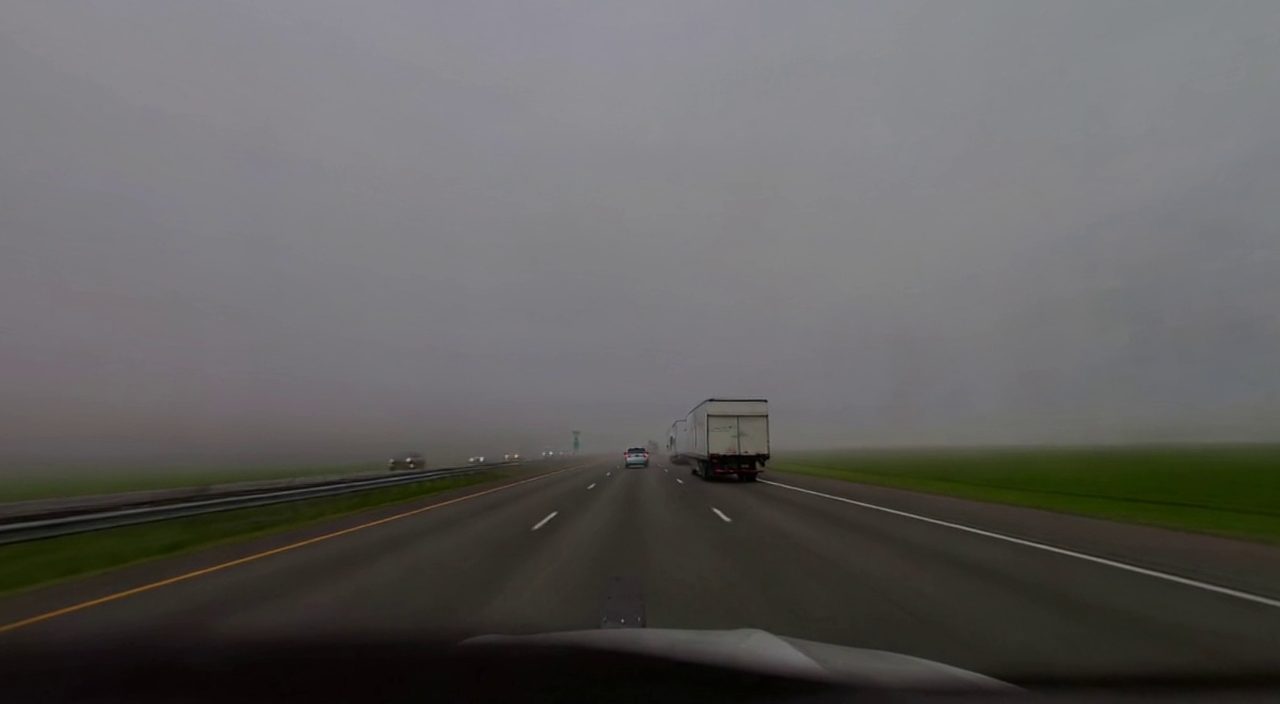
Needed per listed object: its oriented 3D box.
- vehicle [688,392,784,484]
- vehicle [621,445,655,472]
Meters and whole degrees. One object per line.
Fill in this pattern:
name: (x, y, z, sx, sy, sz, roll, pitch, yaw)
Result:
vehicle: (4.038, 4.009, 28.786, 2.931, 3.530, 8.760, 0, -9, 0)
vehicle: (-0.095, 7.063, 42.049, 2.151, 1.678, 3.923, 0, -9, 0)
